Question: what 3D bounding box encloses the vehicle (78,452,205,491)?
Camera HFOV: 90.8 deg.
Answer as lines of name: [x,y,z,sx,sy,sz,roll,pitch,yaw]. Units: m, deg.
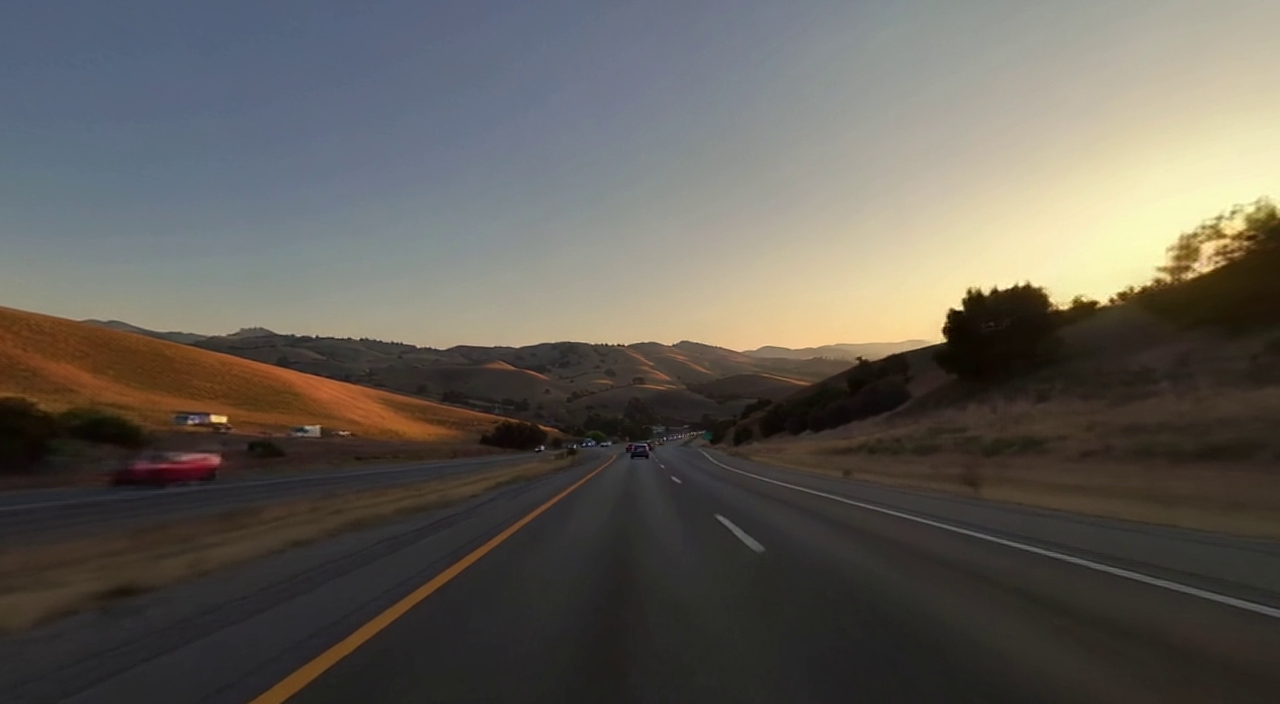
vehicle: [-21.830,5.197,27.953,1.882,1.515,4.528,0,-8,0]
